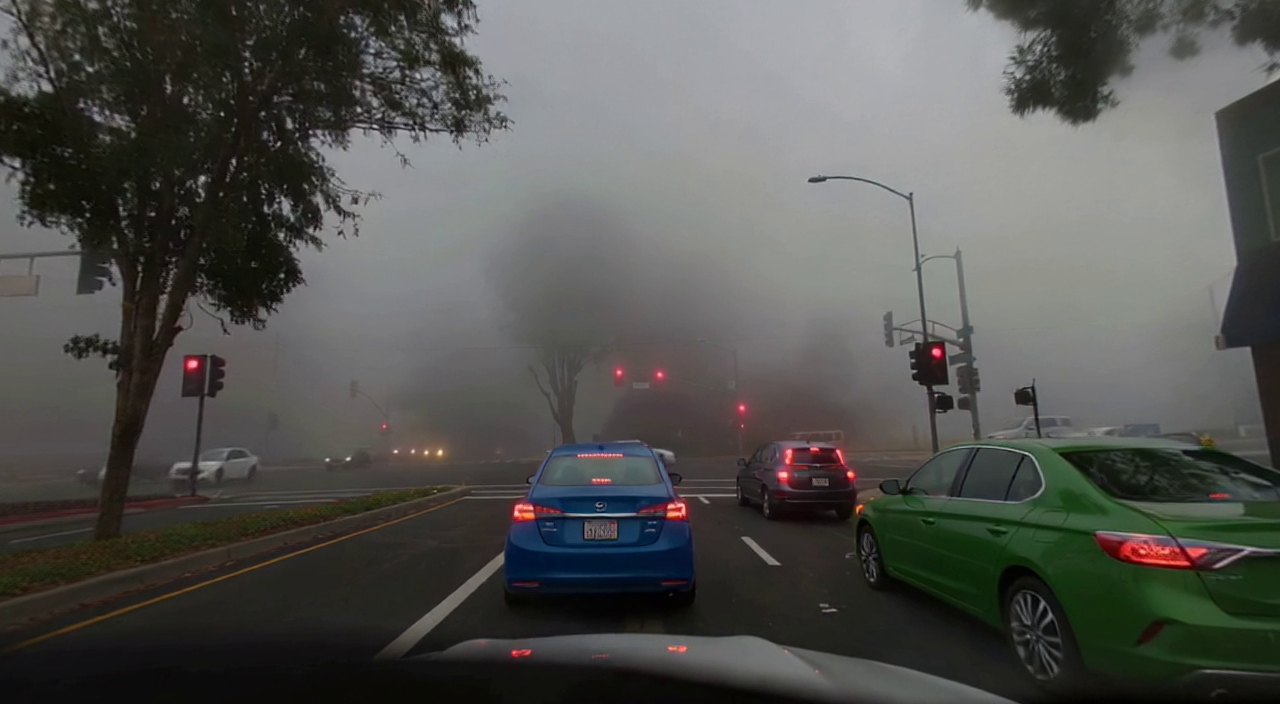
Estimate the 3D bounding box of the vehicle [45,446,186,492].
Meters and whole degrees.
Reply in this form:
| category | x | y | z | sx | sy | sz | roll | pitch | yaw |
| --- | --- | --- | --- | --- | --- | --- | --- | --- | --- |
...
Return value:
| category | x | y | z | sx | sy | sz | roll | pitch | yaw |
| --- | --- | --- | --- | --- | --- | --- | --- | --- | --- |
| vehicle | -21.705 | 4.819 | 26.444 | 1.935 | 1.701 | 4.590 | 0 | -8 | 0 |

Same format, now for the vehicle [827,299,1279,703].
| category | x | y | z | sx | sy | sz | roll | pitch | yaw |
| --- | --- | --- | --- | --- | --- | --- | --- | --- | --- |
| vehicle | 3.582 | 1.106 | 5.067 | 2.572 | 1.945 | 5.065 | 0 | -8 | 0 |

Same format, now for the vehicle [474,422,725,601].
| category | x | y | z | sx | sy | sz | roll | pitch | yaw |
| --- | --- | --- | --- | --- | --- | --- | --- | --- | --- |
| vehicle | -0.367 | 1.654 | 7.405 | 2.143 | 1.520 | 3.848 | 0 | -8 | -1 |

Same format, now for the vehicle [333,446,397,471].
| category | x | y | z | sx | sy | sz | roll | pitch | yaw |
| --- | --- | --- | --- | --- | --- | --- | --- | --- | --- |
| vehicle | -18.032 | 6.968 | 41.665 | 2.130 | 1.550 | 4.618 | 0 | -8 | 0 |

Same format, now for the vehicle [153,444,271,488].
| category | x | y | z | sx | sy | sz | roll | pitch | yaw |
| --- | --- | --- | --- | --- | --- | --- | --- | --- | --- |
| vehicle | -17.990 | 4.774 | 26.844 | 1.976 | 1.667 | 4.274 | 0 | -8 | 1 |

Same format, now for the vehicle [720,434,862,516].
| category | x | y | z | sx | sy | sz | roll | pitch | yaw |
| --- | --- | --- | --- | --- | --- | --- | --- | --- | --- |
| vehicle | 3.160 | 2.677 | 14.322 | 2.026 | 1.549 | 4.559 | 0 | -8 | -1 |
